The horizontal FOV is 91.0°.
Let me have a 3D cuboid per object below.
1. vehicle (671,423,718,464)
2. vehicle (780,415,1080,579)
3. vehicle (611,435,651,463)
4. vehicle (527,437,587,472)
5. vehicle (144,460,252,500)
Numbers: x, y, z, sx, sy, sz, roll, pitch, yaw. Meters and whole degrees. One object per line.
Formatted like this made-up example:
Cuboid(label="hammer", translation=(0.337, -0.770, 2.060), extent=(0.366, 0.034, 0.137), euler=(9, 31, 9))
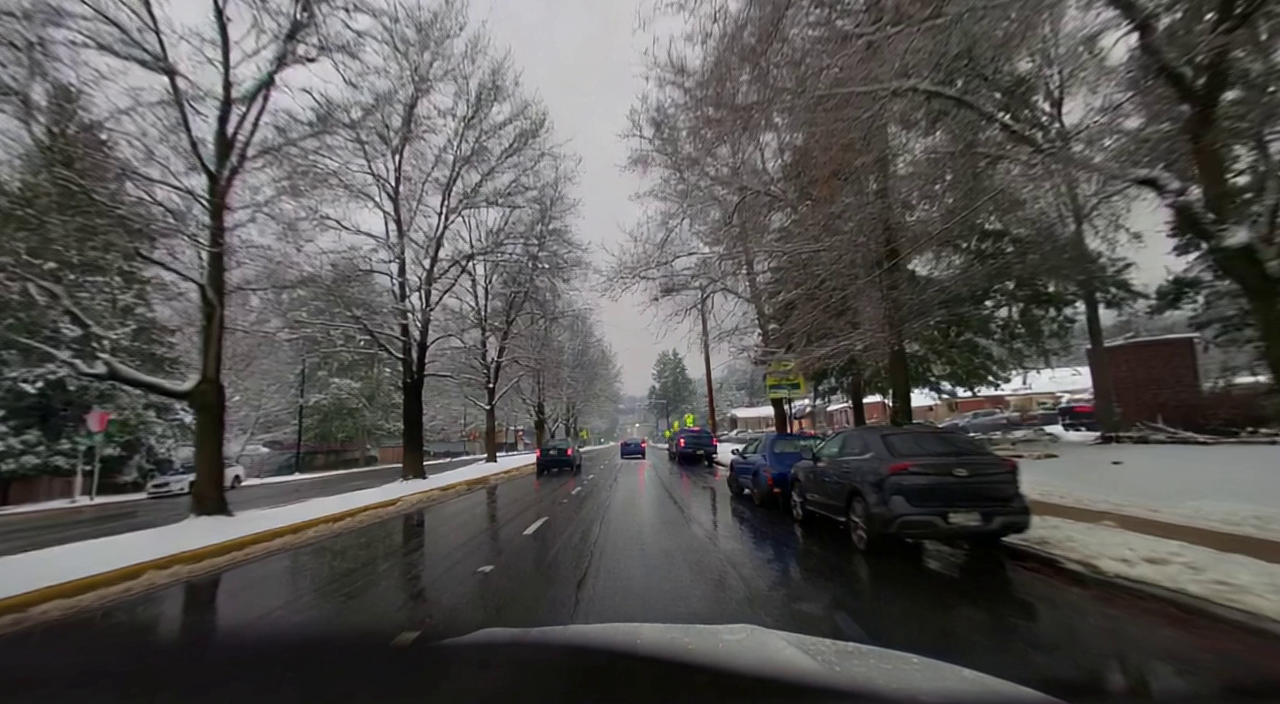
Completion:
Cuboid(label="vehicle", translation=(2.884, 5.010, 34.492), extent=(2.072, 2.017, 5.590), euler=(0, -8, 0))
Cuboid(label="vehicle", translation=(3.307, 1.728, 8.422), extent=(1.819, 1.554, 4.638), euler=(0, -8, 0))
Cuboid(label="vehicle", translation=(-0.524, 5.610, 36.566), extent=(2.187, 1.478, 4.138), euler=(0, -8, -1))
Cuboid(label="vehicle", translation=(-3.642, 4.575, 28.399), extent=(2.083, 1.460, 4.527), euler=(0, -8, 0))
Cuboid(label="vehicle", translation=(-19.385, 5.585, 27.847), extent=(1.812, 1.499, 4.276), euler=(0, -8, -3))
